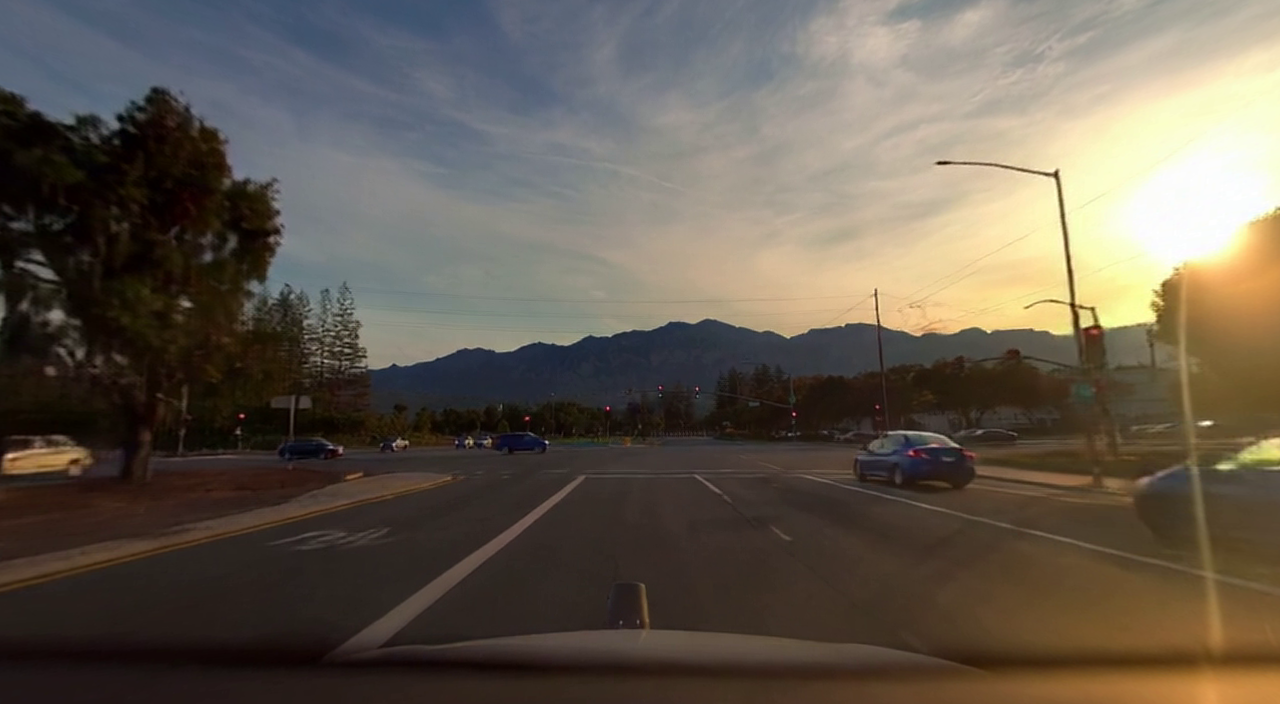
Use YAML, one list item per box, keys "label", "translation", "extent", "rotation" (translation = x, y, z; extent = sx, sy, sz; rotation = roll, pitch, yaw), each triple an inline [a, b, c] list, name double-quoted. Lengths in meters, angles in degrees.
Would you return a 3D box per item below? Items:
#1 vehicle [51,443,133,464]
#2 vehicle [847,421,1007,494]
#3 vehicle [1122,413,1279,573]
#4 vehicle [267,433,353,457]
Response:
- label: "vehicle"
  translation: [-40.928, 7.560, 47.232]
  extent: [4.218, 1.542, 2.044]
  rotation: [0, -8, 0]
- label: "vehicle"
  translation: [6.993, 2.636, 16.089]
  extent: [1.899, 1.570, 4.666]
  rotation: [0, -8, 0]
- label: "vehicle"
  translation: [6.977, 1.254, 5.455]
  extent: [1.990, 1.480, 4.624]
  rotation: [0, -8, 0]
- label: "vehicle"
  translation: [-25.065, 7.084, 48.110]
  extent: [5.228, 1.805, 2.246]
  rotation: [1, -8, -6]
